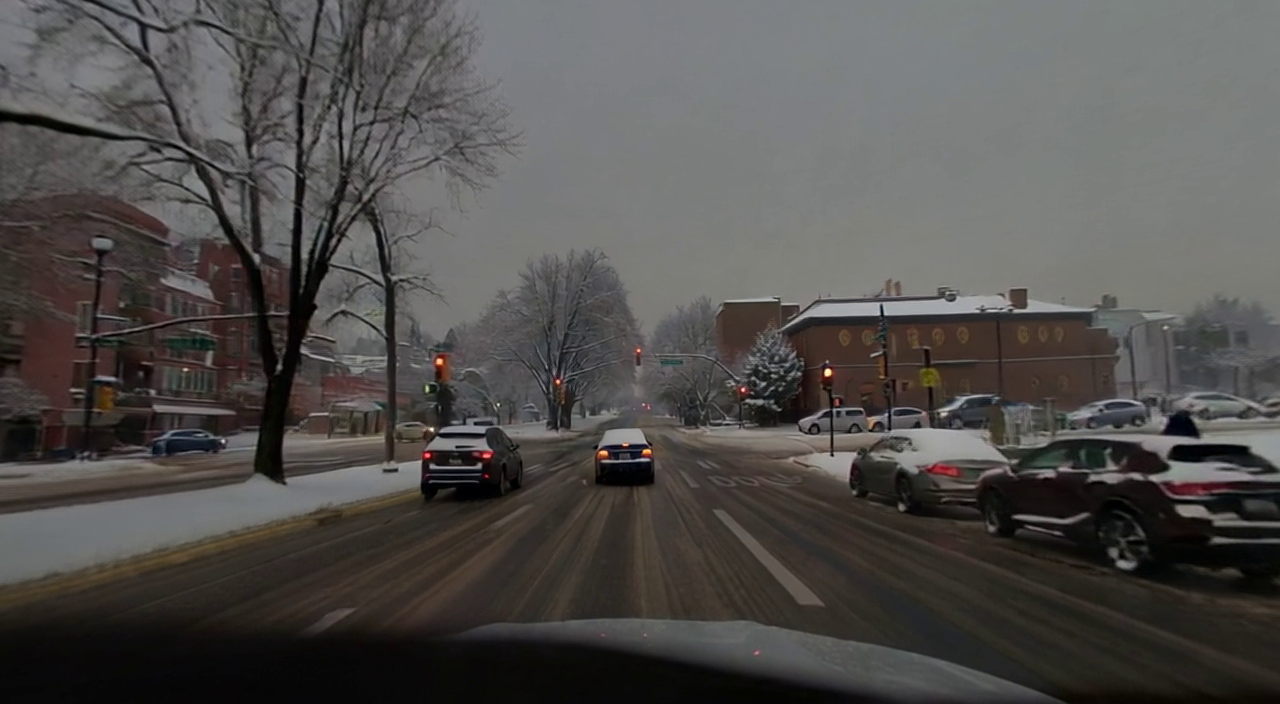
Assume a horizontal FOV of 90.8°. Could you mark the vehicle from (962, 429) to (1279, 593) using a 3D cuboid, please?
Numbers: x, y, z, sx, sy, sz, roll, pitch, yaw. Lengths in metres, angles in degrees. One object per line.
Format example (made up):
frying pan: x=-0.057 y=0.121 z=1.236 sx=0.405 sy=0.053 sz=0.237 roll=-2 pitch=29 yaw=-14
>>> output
vehicle: x=6.129 y=1.797 z=8.016 sx=1.959 sy=1.513 sz=4.104 roll=0 pitch=-8 yaw=1

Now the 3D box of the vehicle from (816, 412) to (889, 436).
vehicle: x=15.214 y=5.177 z=45.275 sx=4.775 sy=1.604 sz=1.915 roll=3 pitch=-9 yaw=-20

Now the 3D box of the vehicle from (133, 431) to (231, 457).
vehicle: x=-27.401 y=5.539 z=37.904 sx=4.453 sy=1.471 sz=1.921 roll=-1 pitch=-8 yaw=4

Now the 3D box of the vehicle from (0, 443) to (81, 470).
vehicle: x=-34.165 y=5.804 z=35.206 sx=3.957 sy=1.396 sz=2.134 roll=0 pitch=-8 yaw=1

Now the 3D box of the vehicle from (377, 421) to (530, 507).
vehicle: x=-3.732 y=2.349 z=13.605 sx=1.934 sy=1.522 sz=4.464 roll=0 pitch=-8 yaw=0

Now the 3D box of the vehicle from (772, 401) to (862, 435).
vehicle: x=13.781 y=5.191 z=49.160 sx=6.541 sy=2.480 sz=2.259 roll=3 pitch=-9 yaw=-19

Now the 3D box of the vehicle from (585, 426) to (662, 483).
vehicle: x=-0.446 y=3.075 z=19.073 sx=2.082 sy=1.520 sz=3.896 roll=0 pitch=-8 yaw=0

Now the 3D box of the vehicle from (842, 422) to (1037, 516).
vehicle: x=6.201 y=2.469 z=13.840 sx=1.904 sy=1.705 sz=4.510 roll=0 pitch=-9 yaw=-2

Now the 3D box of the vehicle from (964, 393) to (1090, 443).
vehicle: x=21.676 y=3.754 z=35.537 sx=5.756 sy=2.653 sz=2.403 roll=2 pitch=-9 yaw=-11
